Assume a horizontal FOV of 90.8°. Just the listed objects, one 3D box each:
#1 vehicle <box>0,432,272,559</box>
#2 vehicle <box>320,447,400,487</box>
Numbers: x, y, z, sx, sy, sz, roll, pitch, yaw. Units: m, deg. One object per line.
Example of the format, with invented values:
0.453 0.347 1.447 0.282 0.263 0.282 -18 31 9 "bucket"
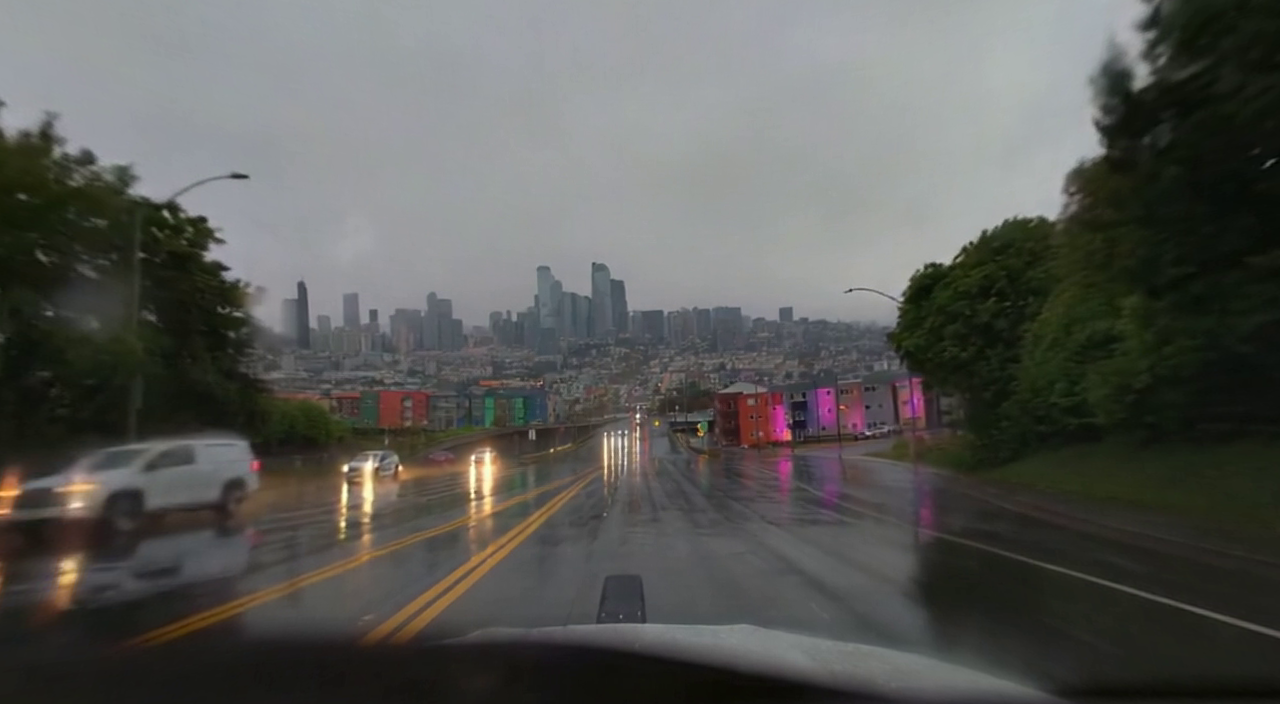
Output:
-9.244 2.498 11.864 2.112 1.873 4.717 1 -8 -5 "vehicle"
-12.061 4.941 27.598 2.145 1.559 4.967 2 -9 -11 "vehicle"
